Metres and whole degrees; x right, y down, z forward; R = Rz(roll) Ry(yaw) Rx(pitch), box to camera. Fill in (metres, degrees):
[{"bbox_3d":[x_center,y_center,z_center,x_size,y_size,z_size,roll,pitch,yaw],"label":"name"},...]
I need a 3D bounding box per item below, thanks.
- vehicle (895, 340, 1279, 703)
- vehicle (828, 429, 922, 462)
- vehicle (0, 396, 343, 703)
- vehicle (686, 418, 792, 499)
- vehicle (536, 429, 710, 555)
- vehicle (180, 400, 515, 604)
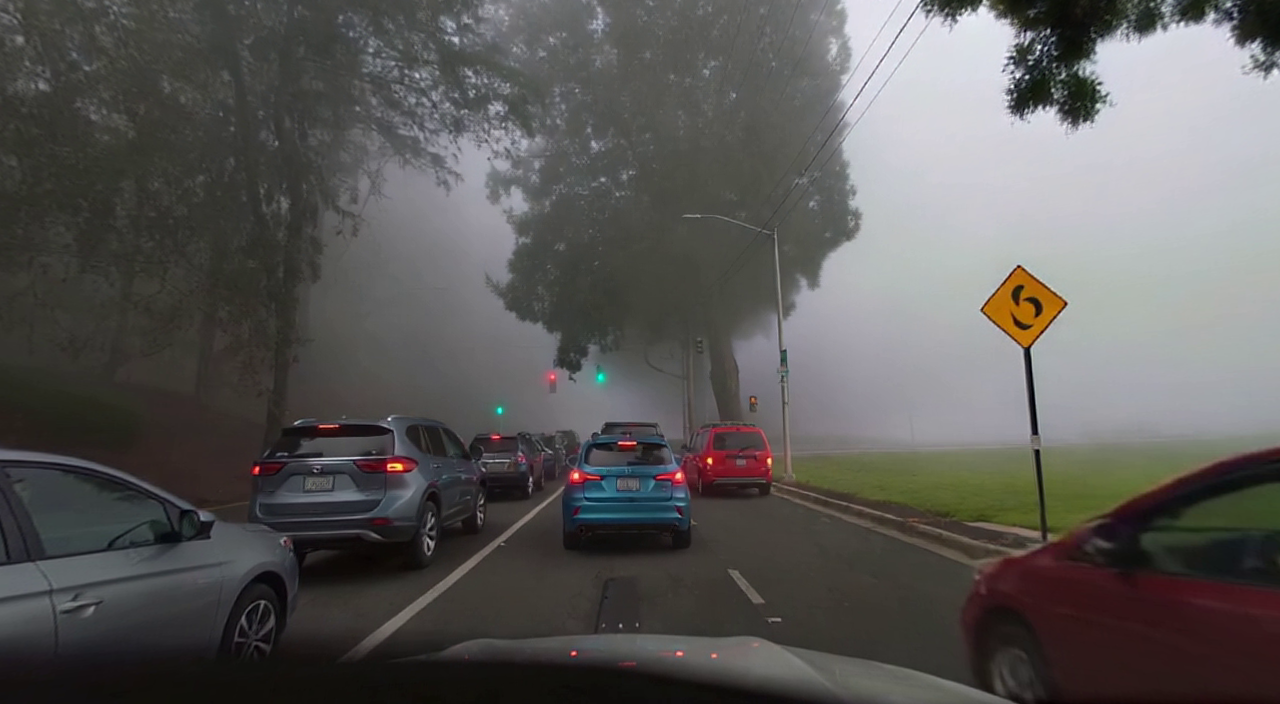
[{"bbox_3d":[2.529,0.693,1.200,2.116,1.497,4.652,0,-8,0],"label":"vehicle"},{"bbox_3d":[11.390,4.563,30.685,3.883,1.534,1.779,0,-8,2],"label":"vehicle"},{"bbox_3d":[-2.927,0.842,1.621,1.974,1.484,4.716,0,-8,1],"label":"vehicle"},{"bbox_3d":[2.459,2.808,16.871,2.059,1.864,4.541,0,-8,-1],"label":"vehicle"},{"bbox_3d":[-0.245,1.921,9.338,2.025,1.453,3.848,0,-8,-2],"label":"vehicle"},{"bbox_3d":[-2.891,1.572,7.446,1.964,1.712,4.097,0,-8,0],"label":"vehicle"}]
